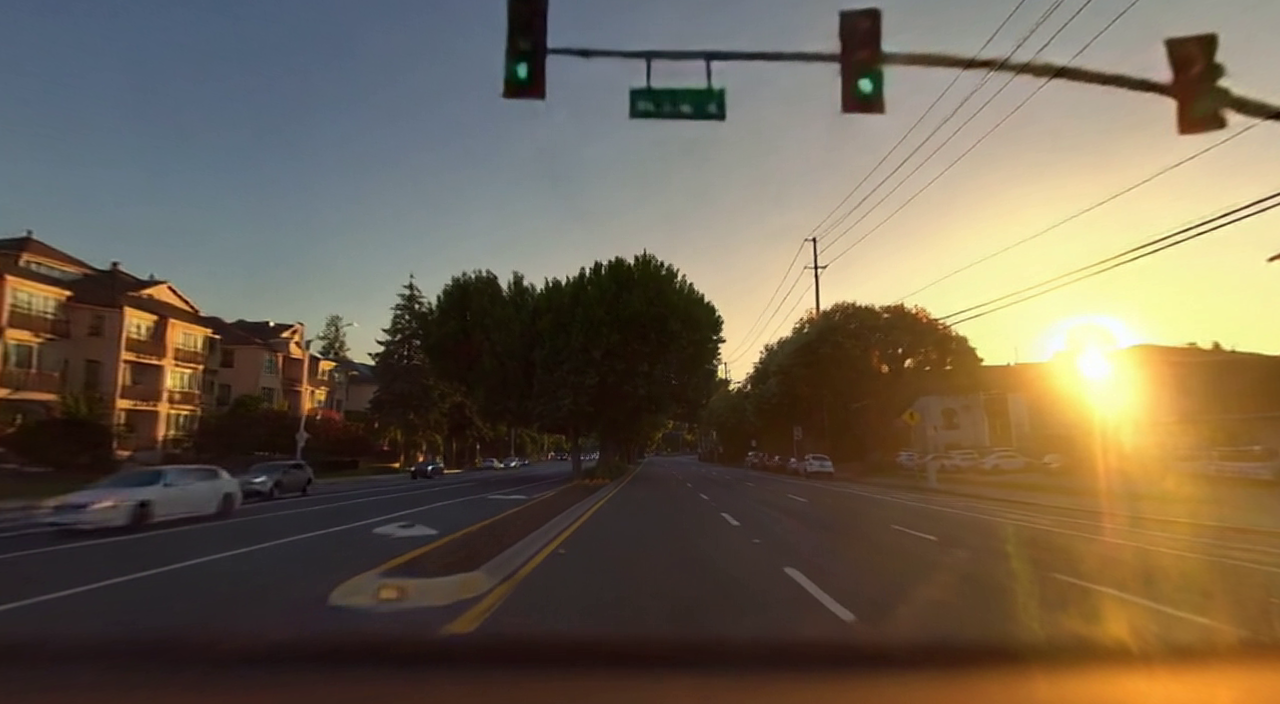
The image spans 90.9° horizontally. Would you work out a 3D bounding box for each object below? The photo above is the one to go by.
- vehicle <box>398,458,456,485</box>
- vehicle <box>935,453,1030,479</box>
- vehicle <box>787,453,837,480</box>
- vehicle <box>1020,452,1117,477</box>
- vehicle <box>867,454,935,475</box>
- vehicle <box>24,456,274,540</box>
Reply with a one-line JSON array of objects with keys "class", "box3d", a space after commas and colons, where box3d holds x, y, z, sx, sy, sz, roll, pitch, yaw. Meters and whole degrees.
[{"class": "vehicle", "box3d": [-13.591, 7.640, 40.502, 2.047, 1.467, 4.611, 0, -8, 1]}, {"class": "vehicle", "box3d": [20.823, 6.941, 38.416, 4.664, 1.504, 1.816, 0, -9, 2]}, {"class": "vehicle", "box3d": [12.309, 8.212, 45.414, 2.182, 1.768, 4.904, 0, -8, 0]}, {"class": "vehicle", "box3d": [25.667, 6.752, 37.887, 4.368, 1.394, 1.983, 1, -10, 0]}, {"class": "vehicle", "box3d": [20.117, 8.698, 48.837, 4.643, 1.520, 1.894, -3, -9, 18]}, {"class": "vehicle", "box3d": [-10.458, 3.084, 14.002, 1.899, 1.464, 4.418, 0, -8, 2]}]
